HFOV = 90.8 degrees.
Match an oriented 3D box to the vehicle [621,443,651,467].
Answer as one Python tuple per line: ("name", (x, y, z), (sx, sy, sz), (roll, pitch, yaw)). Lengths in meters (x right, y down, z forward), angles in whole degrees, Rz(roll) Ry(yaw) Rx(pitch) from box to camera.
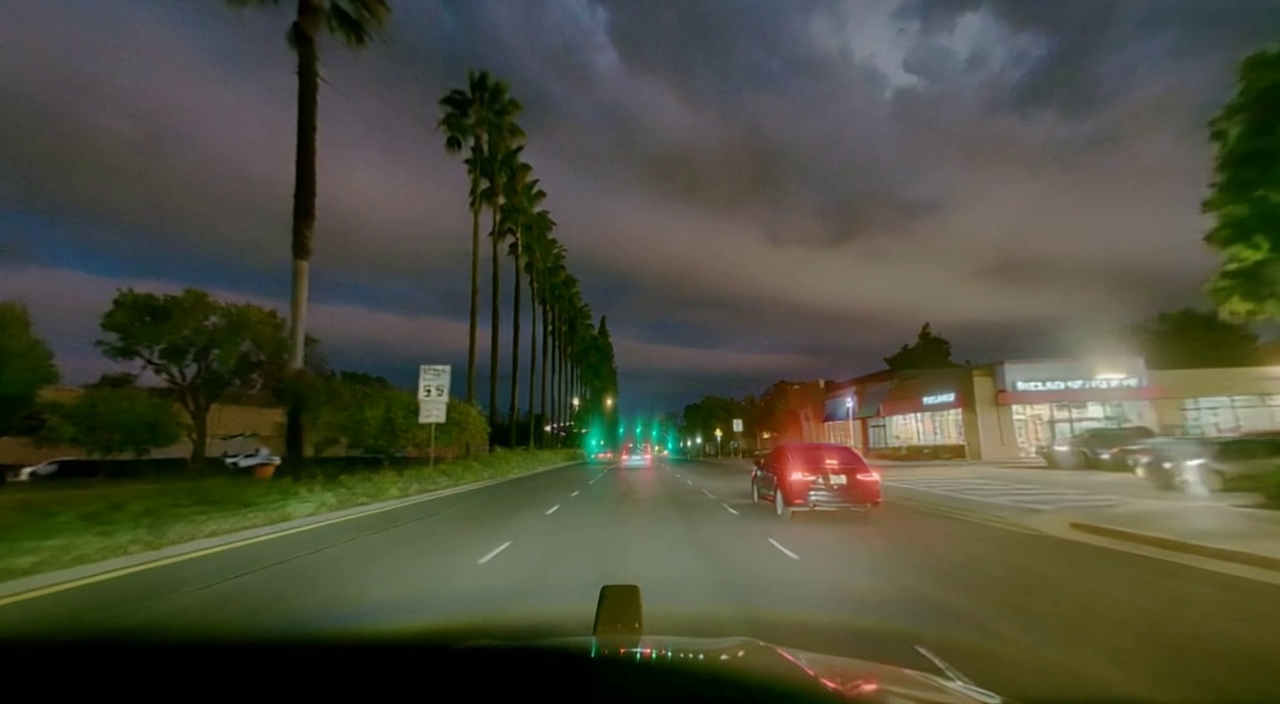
("vehicle", (-0.323, 7.673, 47.244), (2.102, 1.653, 3.698), (0, -9, -1))

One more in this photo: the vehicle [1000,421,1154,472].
("vehicle", (18.418, 4.049, 26.799), (4.719, 1.803, 2.339), (-2, -12, -4))

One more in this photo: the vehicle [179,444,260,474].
("vehicle", (-31.963, 8.122, 48.276), (2.210, 2.068, 5.774), (0, -9, 0))

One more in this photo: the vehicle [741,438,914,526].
("vehicle", (3.607, 2.590, 13.224), (2.090, 1.503, 4.566), (0, -9, -2))

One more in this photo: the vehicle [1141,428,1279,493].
("vehicle", (15.423, 2.702, 16.186), (1.975, 1.464, 3.651), (-1, -8, -4))

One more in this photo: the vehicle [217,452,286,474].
("vehicle", (-29.130, 8.352, 47.556), (1.958, 1.476, 4.576), (-2, -10, 5))
